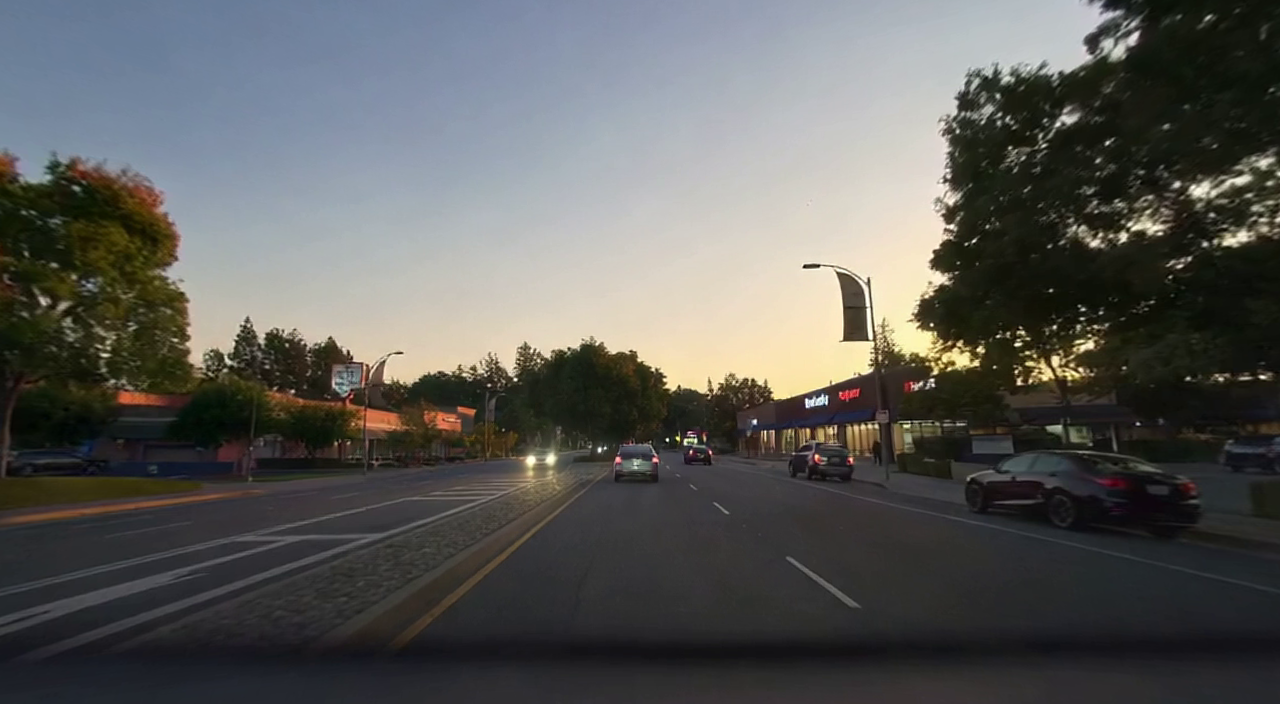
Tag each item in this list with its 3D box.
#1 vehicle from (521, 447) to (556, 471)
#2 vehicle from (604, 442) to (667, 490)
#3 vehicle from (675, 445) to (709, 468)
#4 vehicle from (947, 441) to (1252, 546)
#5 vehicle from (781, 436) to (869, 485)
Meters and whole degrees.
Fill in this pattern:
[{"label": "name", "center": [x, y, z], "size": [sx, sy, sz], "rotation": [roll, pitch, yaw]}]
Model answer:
[{"label": "vehicle", "center": [-6.809, 7.206, 42.788], "size": [1.999, 1.531, 4.011], "rotation": [0, -9, -4]}, {"label": "vehicle", "center": [-0.166, 3.871, 21.748], "size": [2.006, 1.487, 3.535], "rotation": [0, -9, -1]}, {"label": "vehicle", "center": [3.493, 7.051, 42.831], "size": [1.910, 1.474, 4.003], "rotation": [0, -9, -1]}, {"label": "vehicle", "center": [7.747, 2.387, 11.450], "size": [1.942, 1.473, 4.742], "rotation": [0, -9, 0]}, {"label": "vehicle", "center": [7.531, 4.462, 26.338], "size": [2.165, 1.787, 5.231], "rotation": [0, -9, 1]}]
